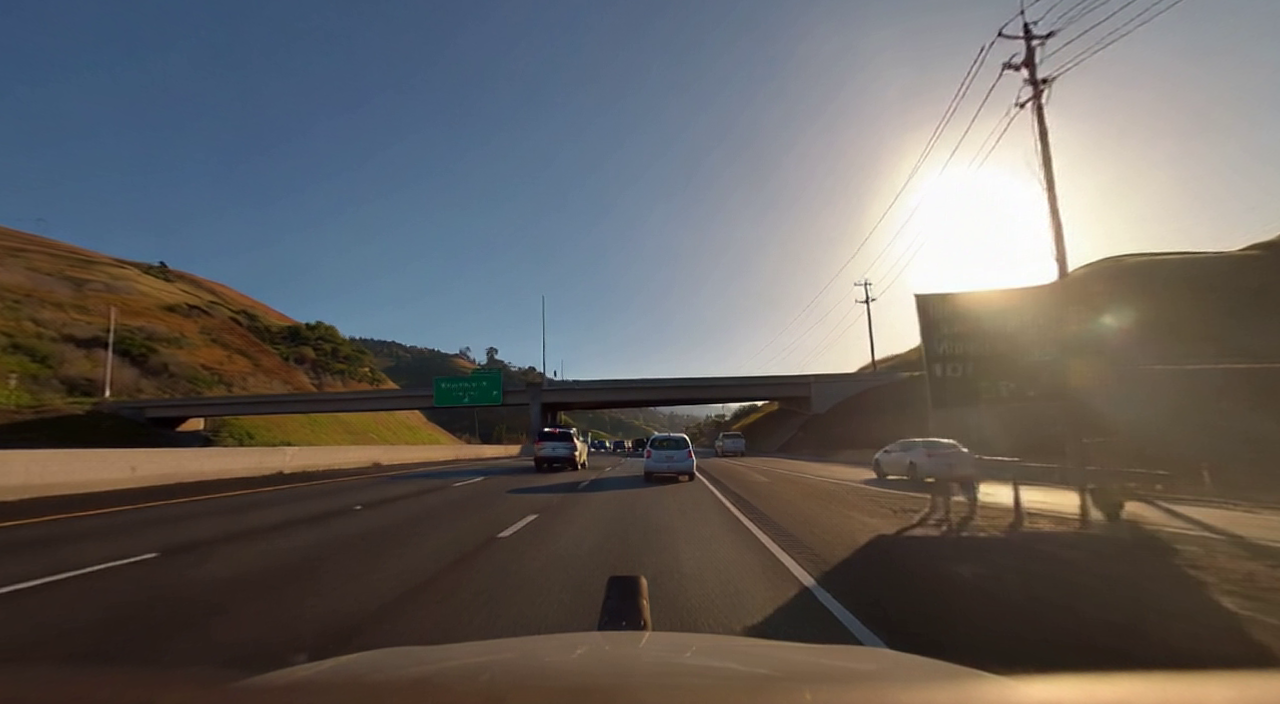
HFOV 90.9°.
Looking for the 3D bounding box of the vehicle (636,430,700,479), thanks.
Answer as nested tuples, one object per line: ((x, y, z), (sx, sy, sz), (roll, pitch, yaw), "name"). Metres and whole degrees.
((0.958, 3.859, 23.918), (2.193, 1.651, 3.946), (0, -8, 0), "vehicle")

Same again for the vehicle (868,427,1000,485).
((10.971, 3.912, 24.057), (2.059, 1.938, 4.793), (1, -9, -10), "vehicle")

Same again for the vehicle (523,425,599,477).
((-3.008, 3.926, 25.143), (2.228, 1.845, 4.847), (-1, -8, 2), "vehicle")
